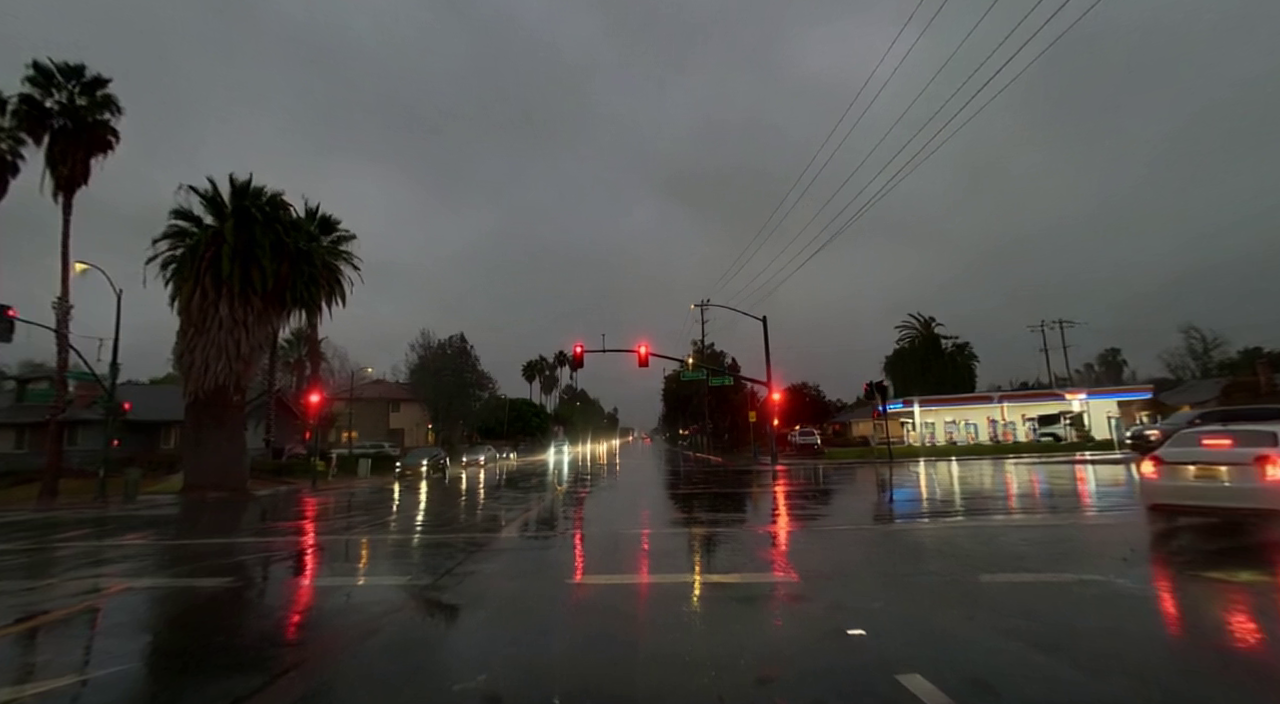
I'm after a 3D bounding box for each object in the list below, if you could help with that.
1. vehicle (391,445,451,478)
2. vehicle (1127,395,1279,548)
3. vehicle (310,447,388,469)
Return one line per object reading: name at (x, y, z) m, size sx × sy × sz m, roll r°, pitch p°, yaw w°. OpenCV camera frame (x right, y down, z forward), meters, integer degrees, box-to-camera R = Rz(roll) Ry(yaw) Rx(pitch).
vehicle at (-12.976, 6.485, 37.745) m, size 2.009 × 1.777 × 4.559 m, roll 0°, pitch -9°, yaw -1°
vehicle at (8.597, 1.596, 8.839) m, size 2.299 × 1.732 × 4.146 m, roll -8°, pitch -12°, yaw 42°
vehicle at (-20.861, 7.626, 45.465) m, size 4.672 × 1.469 × 1.816 m, roll 0°, pitch -9°, yaw -2°
